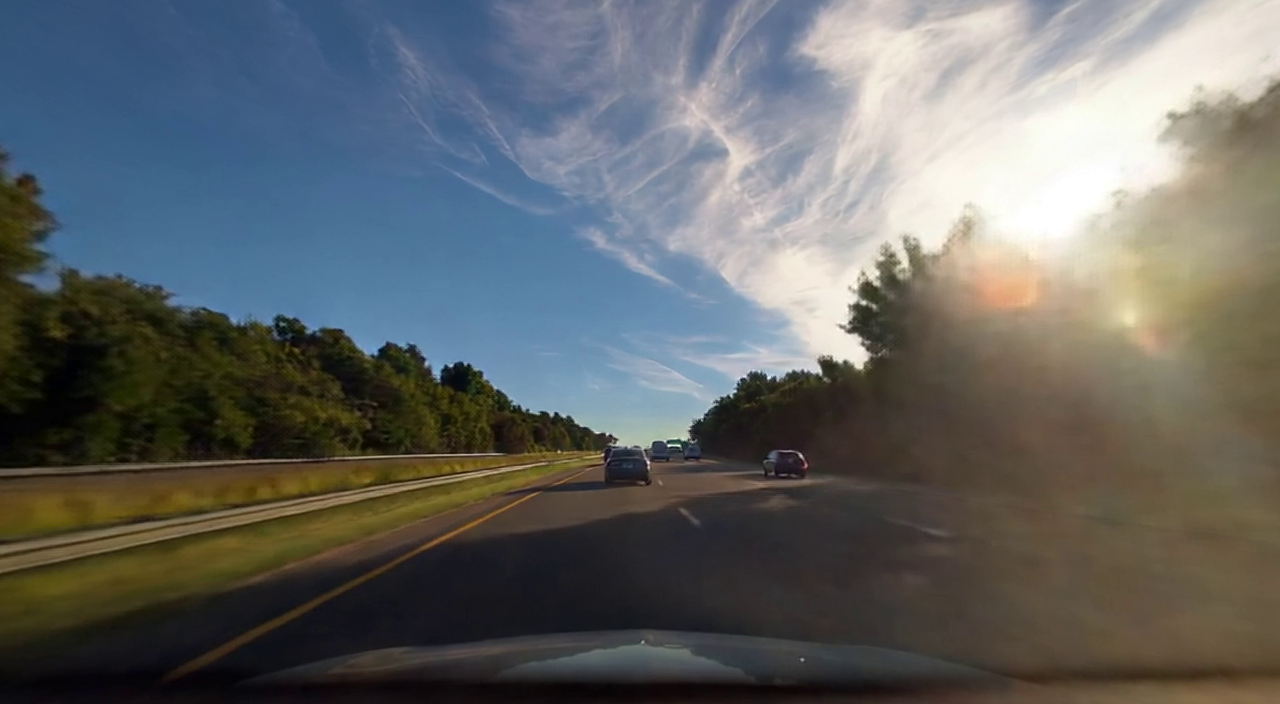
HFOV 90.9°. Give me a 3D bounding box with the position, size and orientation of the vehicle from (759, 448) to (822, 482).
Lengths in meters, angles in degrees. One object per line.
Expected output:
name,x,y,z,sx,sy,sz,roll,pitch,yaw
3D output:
vehicle,6.985,5.252,29.611,1.926,1.483,3.528,0,-9,-2

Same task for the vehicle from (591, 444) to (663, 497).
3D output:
vehicle,-0.429,3.690,20.028,2.053,1.483,4.185,0,-9,-2
